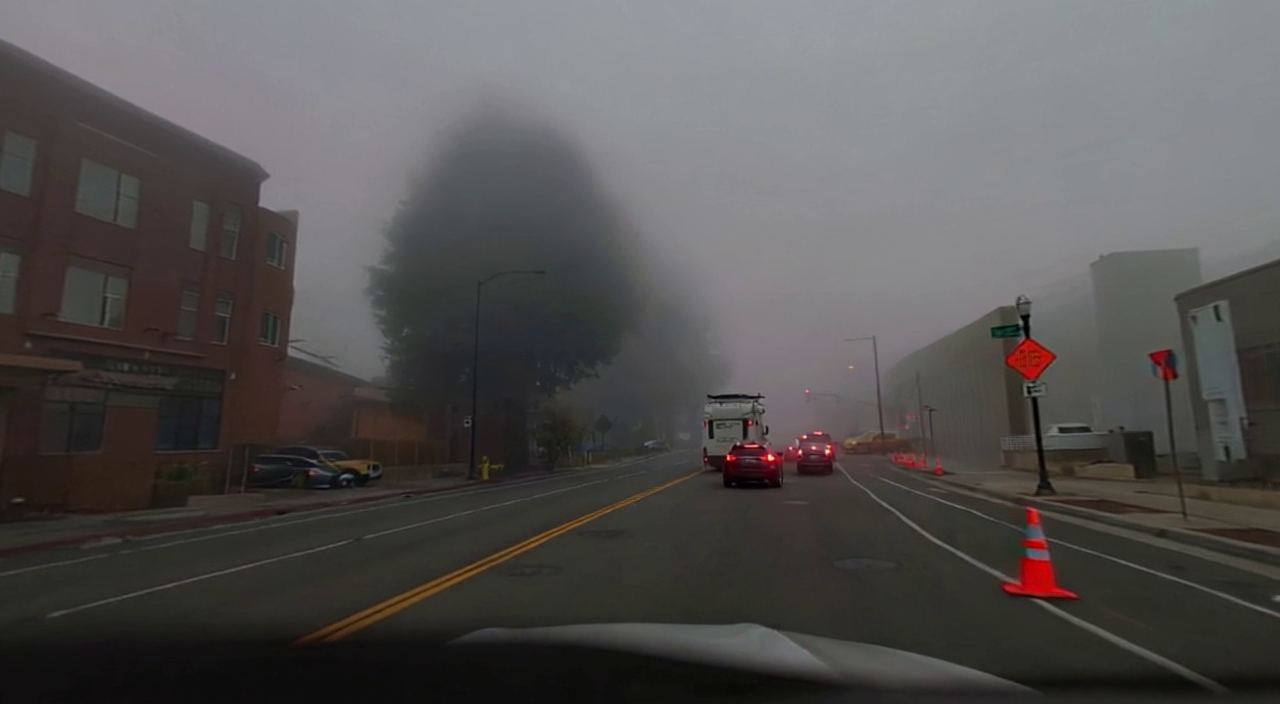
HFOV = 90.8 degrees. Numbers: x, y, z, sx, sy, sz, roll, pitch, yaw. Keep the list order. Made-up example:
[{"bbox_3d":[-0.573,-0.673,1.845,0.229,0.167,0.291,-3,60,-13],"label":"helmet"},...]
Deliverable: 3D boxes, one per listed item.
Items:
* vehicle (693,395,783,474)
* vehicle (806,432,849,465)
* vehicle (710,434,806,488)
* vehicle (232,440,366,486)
[{"bbox_3d":[5.475,4.374,32.757,2.977,3.271,12.748,-2,-9,16],"label":"vehicle"},{"bbox_3d":[11.997,6.151,40.254,2.110,1.942,4.376,-3,-9,22],"label":"vehicle"},{"bbox_3d":[3.587,3.419,20.057,2.159,1.506,4.086,1,-8,-2],"label":"vehicle"},{"bbox_3d":[-13.588,4.415,25.297,4.397,1.698,1.932,-2,-9,12],"label":"vehicle"}]
